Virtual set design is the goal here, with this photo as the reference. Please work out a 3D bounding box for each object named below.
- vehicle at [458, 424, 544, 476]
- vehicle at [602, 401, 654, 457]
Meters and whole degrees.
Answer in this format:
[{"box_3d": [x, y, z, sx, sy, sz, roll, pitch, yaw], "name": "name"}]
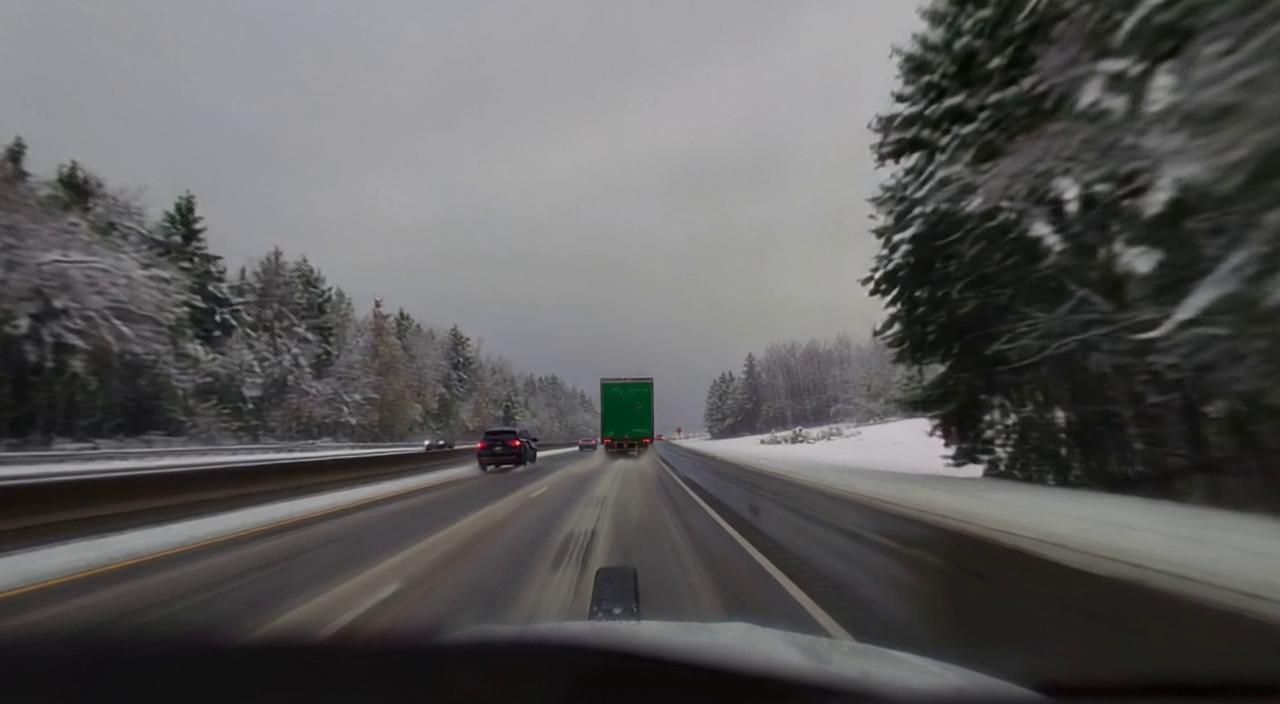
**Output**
[{"box_3d": [-4.958, 3.564, 23.216, 2.138, 1.697, 4.587, 0, -8, 0], "name": "vehicle"}, {"box_3d": [-0.564, 3.491, 28.491, 2.319, 2.461, 1.270, 1, -8, -3], "name": "vehicle"}]
